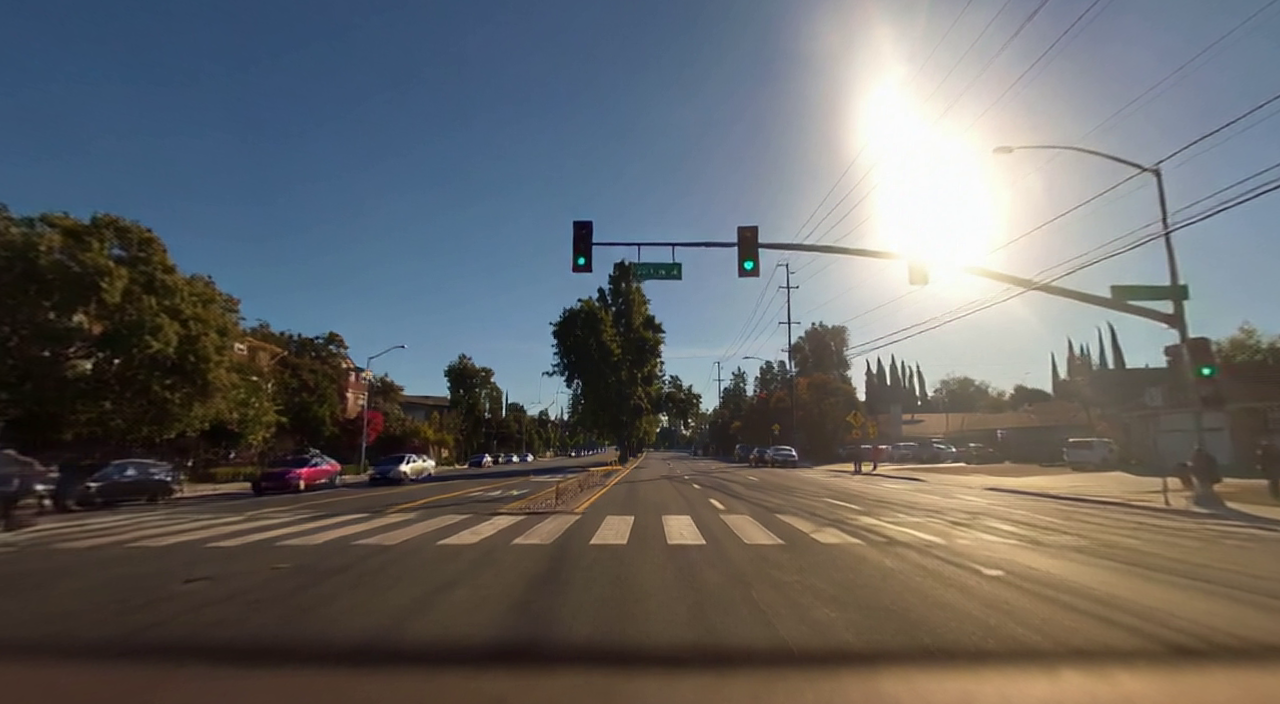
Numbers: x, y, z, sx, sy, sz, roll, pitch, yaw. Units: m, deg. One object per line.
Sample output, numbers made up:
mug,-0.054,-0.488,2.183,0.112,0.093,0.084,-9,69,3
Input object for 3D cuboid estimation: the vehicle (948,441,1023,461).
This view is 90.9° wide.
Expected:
vehicle,25.614,7.395,46.875,4.368,1.394,1.983,-1,-9,1

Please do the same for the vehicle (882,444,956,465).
vehicle,20.880,7.662,47.296,4.664,1.504,1.816,0,-8,2

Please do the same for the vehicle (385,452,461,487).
vehicle,-10.164,5.519,29.917,1.899,1.464,4.418,-1,-8,2

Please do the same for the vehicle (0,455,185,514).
vehicle,-18.660,4.456,21.742,1.970,1.690,4.596,-2,-8,11

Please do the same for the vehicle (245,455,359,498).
vehicle,-13.488,4.974,25.566,1.909,1.449,4.775,0,-8,1
